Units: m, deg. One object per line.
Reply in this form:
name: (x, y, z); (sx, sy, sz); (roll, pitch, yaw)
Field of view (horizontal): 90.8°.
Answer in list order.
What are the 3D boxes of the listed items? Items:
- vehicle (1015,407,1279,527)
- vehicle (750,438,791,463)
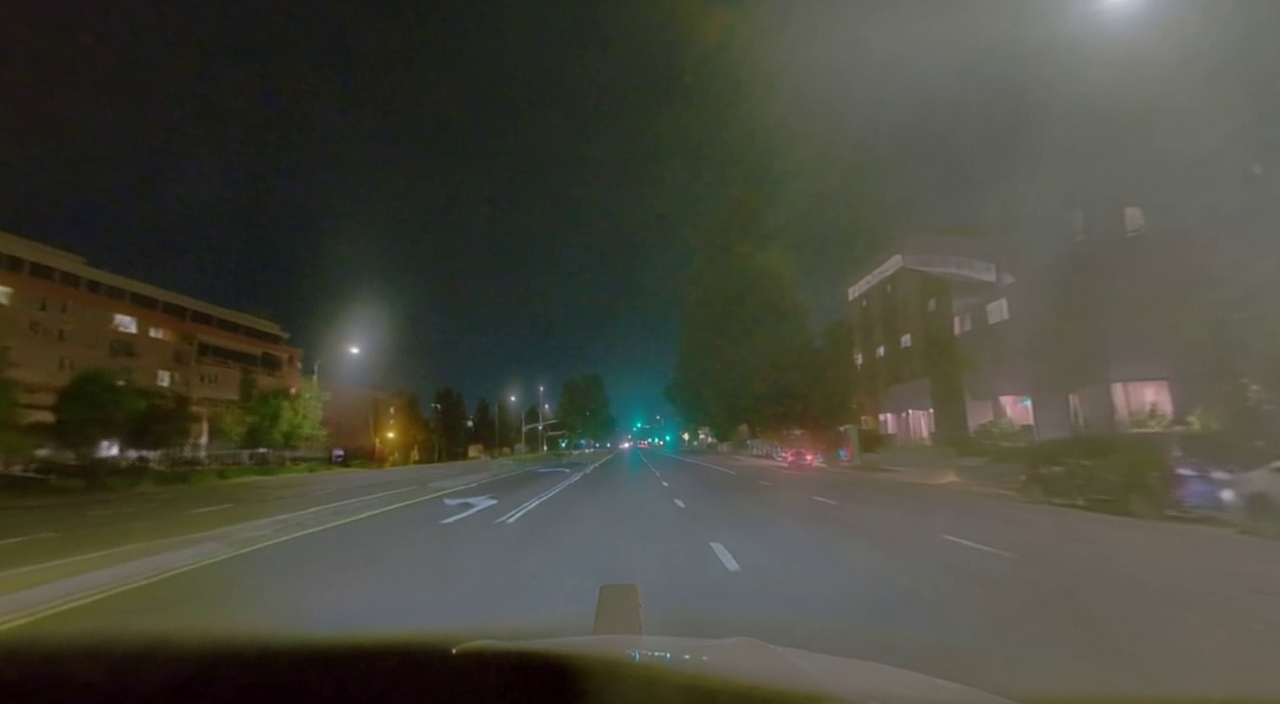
vehicle: (9.957, 2.157, 12.349); (2.092, 1.848, 4.879); (0, -9, -2)
vehicle: (9.595, 7.274, 46.686); (2.044, 1.705, 4.668); (0, -8, 1)
